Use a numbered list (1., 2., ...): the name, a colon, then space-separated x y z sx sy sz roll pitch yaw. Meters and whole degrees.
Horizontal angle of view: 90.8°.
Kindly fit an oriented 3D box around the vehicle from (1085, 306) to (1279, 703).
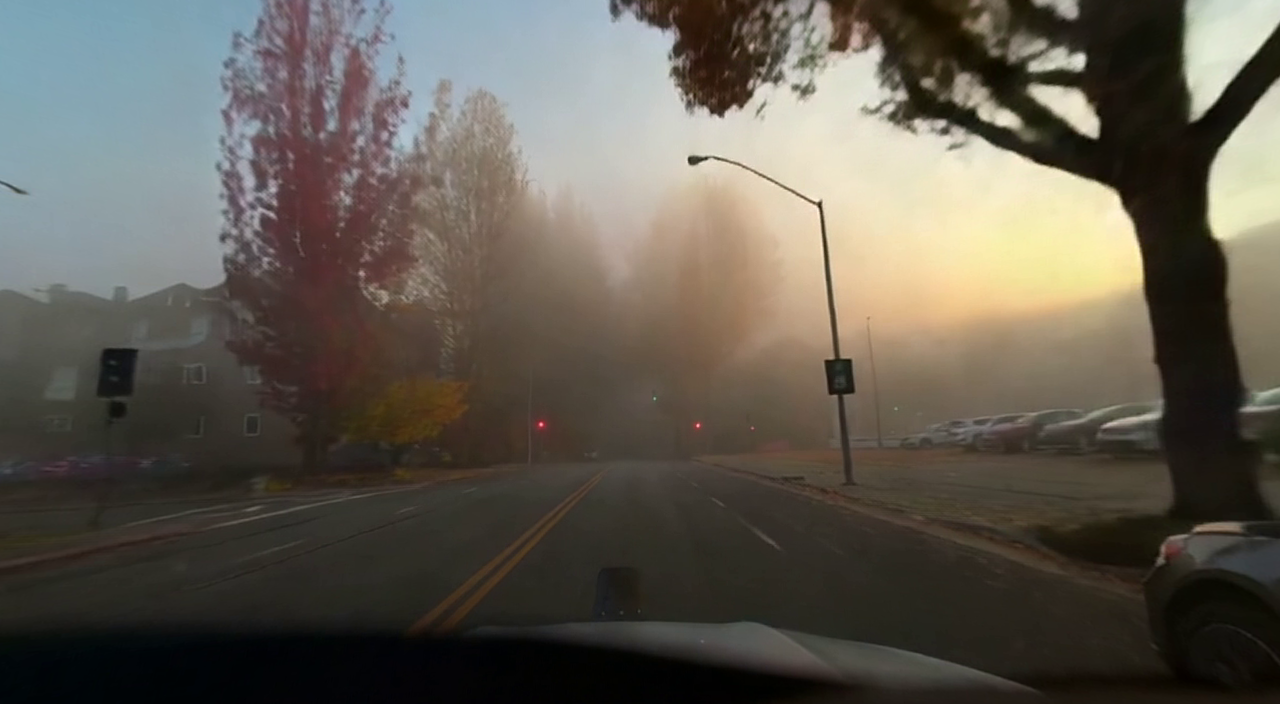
1. vehicle: 3.202 0.511 0.422 2.224 1.791 4.834 0 -8 0
